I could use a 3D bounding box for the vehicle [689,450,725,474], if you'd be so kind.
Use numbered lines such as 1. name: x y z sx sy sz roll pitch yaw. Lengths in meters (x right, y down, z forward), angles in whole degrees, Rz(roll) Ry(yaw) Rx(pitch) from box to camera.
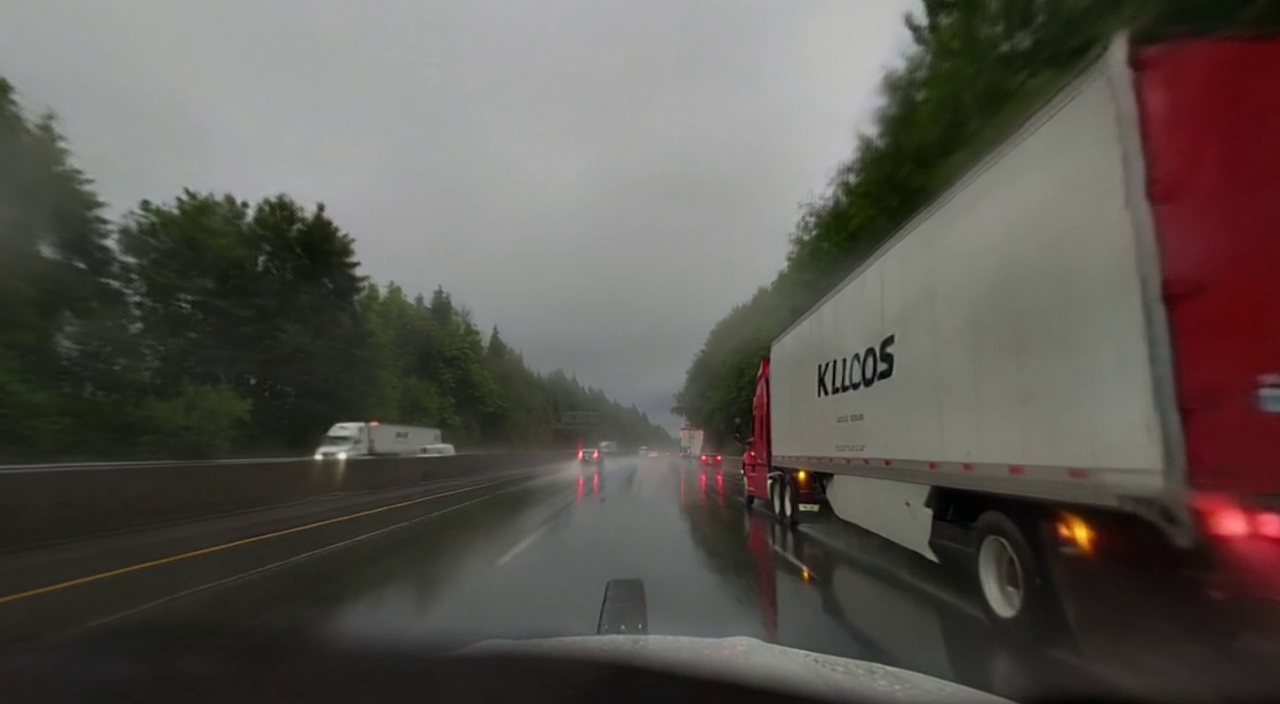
1. vehicle: 4.796 7.904 45.349 2.176 1.598 3.878 0 -9 0

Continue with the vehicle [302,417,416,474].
1. vehicle: -19.865 6.846 45.711 2.915 3.605 11.295 0 -9 1

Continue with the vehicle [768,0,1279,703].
1. vehicle: 4.358 0.748 8.738 2.914 3.998 11.103 0 -9 1

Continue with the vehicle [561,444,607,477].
1. vehicle: -2.981 5.900 34.390 2.017 1.683 4.309 0 -9 1
